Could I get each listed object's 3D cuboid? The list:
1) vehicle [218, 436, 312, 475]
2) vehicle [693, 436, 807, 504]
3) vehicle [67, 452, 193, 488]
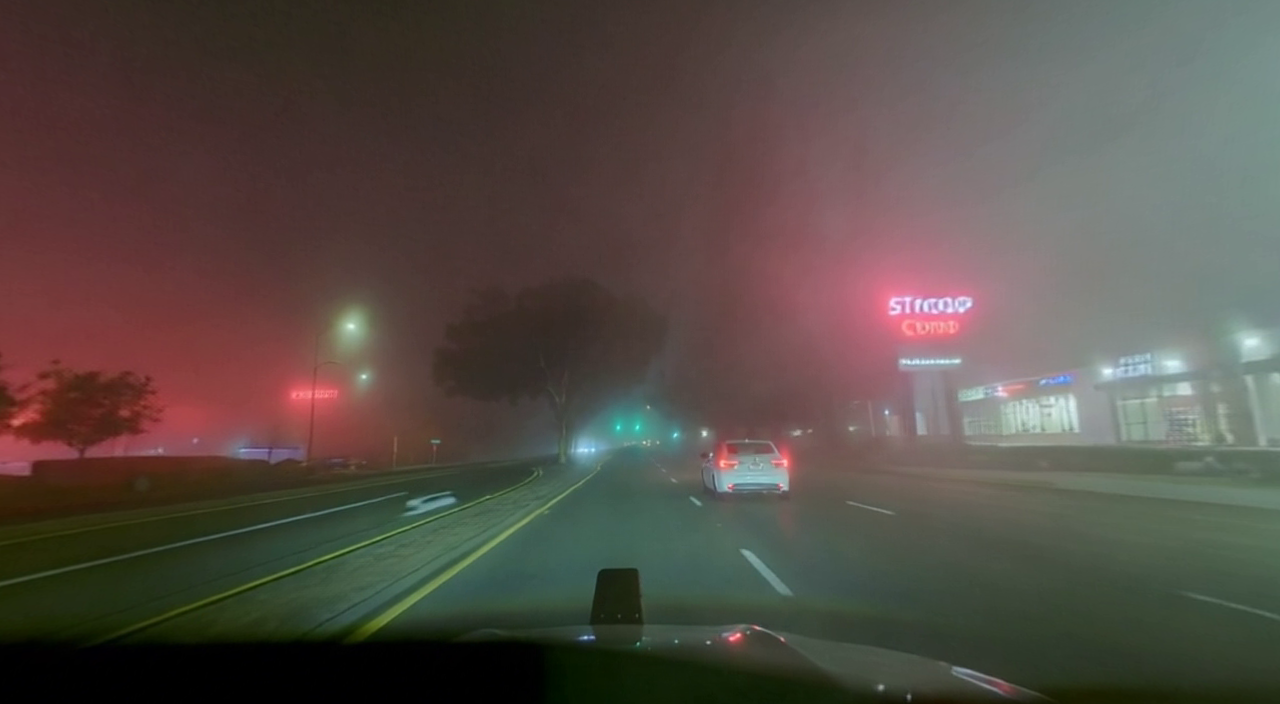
[{"bbox_3d":[-28.309,7.808,47.632,5.802,2.743,2.245,5,-10,-32],"label":"vehicle"},{"bbox_3d":[2.601,2.912,16.036,2.015,1.479,4.444,0,-9,-1],"label":"vehicle"},{"bbox_3d":[-28.069,6.479,34.890,5.029,1.760,2.153,5,-10,-30],"label":"vehicle"}]
